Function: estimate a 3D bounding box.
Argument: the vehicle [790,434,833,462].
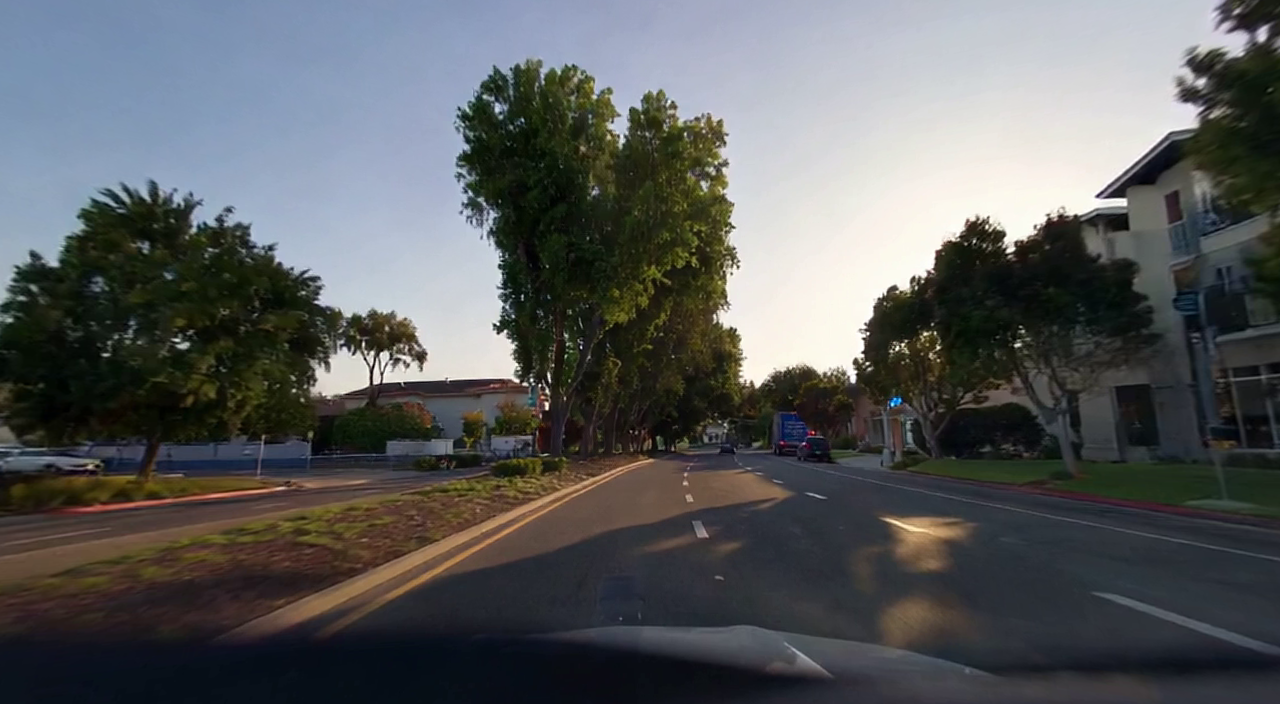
[{"bbox_3d":[12.789,7.199,47.543,2.200,1.944,5.935,-1,-8,6],"label":"vehicle"}]

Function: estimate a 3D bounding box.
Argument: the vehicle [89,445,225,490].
[{"bbox_3d":[-18.819,4.538,24.929,1.891,1.510,4.266,-3,-10,2],"label":"vehicle"}]
